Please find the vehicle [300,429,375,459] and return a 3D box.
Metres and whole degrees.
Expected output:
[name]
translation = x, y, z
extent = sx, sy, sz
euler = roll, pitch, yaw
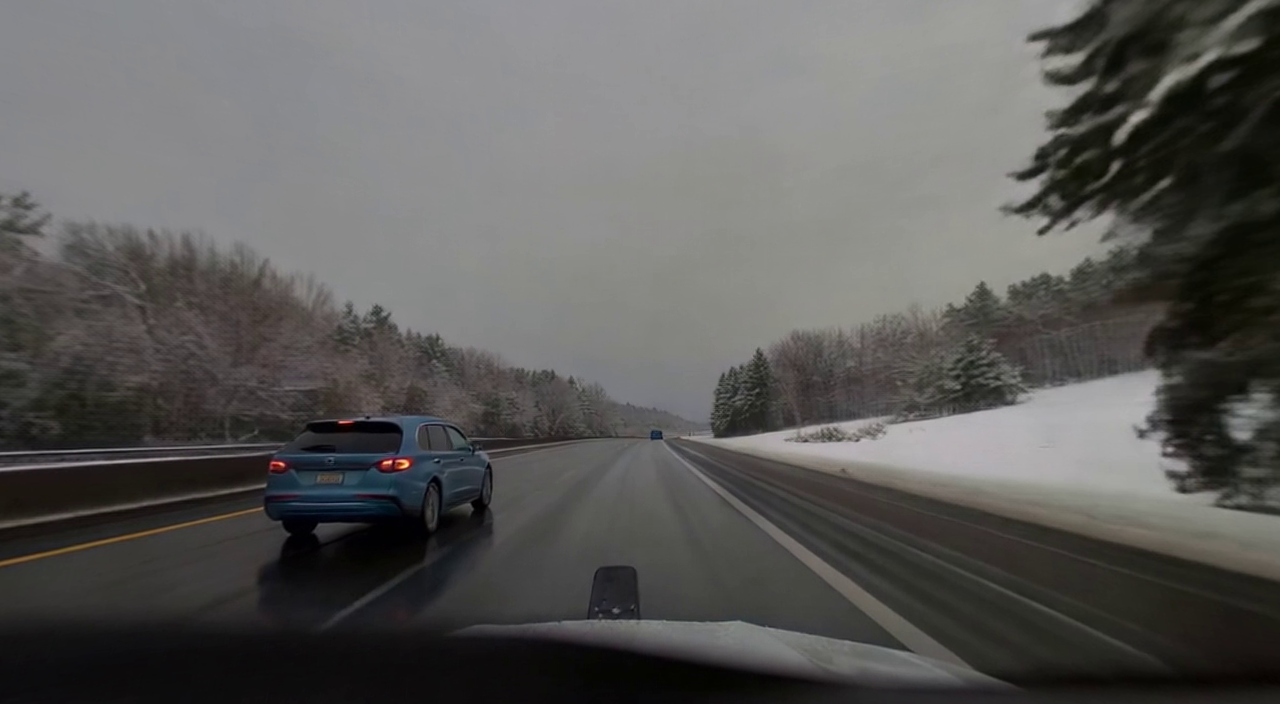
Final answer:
[vehicle]
translation = -16.009, 4.878, 33.630
extent = 1.864, 1.504, 4.253
euler = 0, -7, 0
